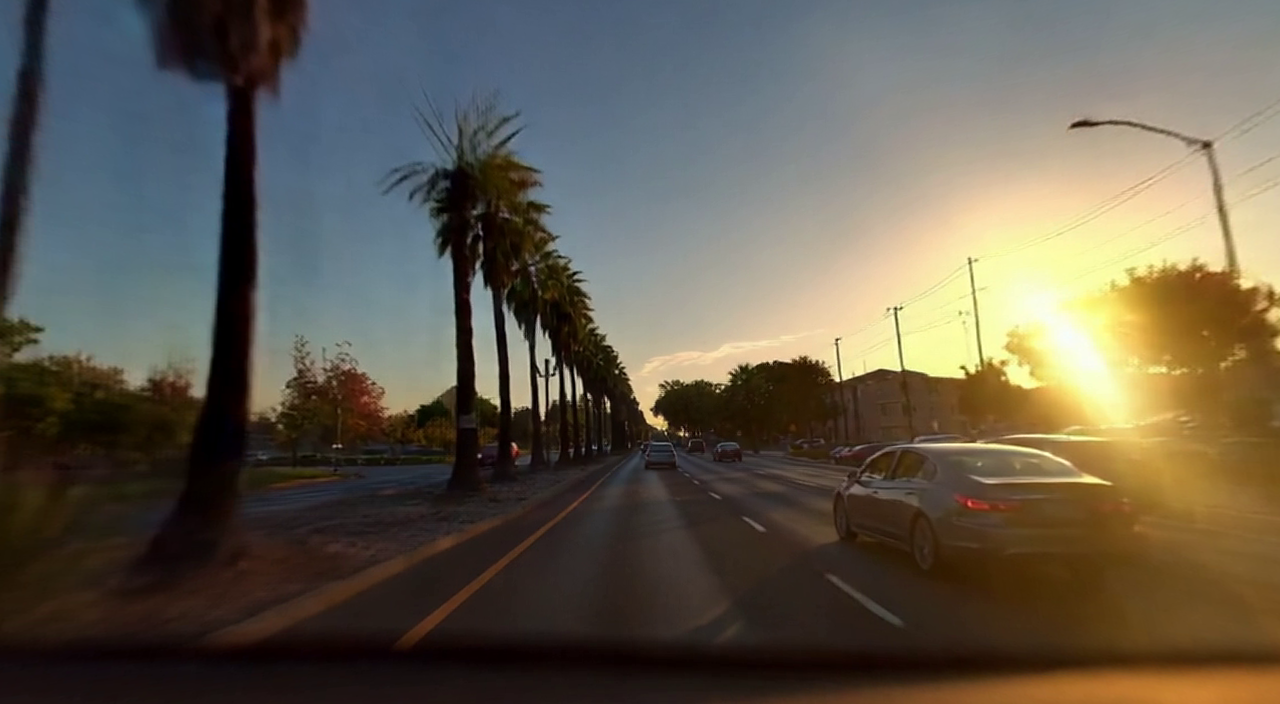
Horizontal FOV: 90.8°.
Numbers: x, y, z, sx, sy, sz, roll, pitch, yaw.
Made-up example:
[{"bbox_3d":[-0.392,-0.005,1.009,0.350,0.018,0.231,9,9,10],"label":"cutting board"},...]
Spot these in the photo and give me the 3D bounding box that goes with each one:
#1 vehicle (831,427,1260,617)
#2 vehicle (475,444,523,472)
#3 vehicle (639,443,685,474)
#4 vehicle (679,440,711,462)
[{"bbox_3d":[3.851,1.656,7.208,1.875,1.452,4.453,0,-8,-1],"label":"vehicle"},{"bbox_3d":[-10.052,7.592,45.497,2.238,1.766,4.710,-2,-9,2],"label":"vehicle"},{"bbox_3d":[1.040,5.395,32.340,2.031,1.444,4.361,0,-8,-2],"label":"vehicle"},{"bbox_3d":[4.266,7.730,49.439,2.042,1.632,4.384,0,-8,-1],"label":"vehicle"}]
